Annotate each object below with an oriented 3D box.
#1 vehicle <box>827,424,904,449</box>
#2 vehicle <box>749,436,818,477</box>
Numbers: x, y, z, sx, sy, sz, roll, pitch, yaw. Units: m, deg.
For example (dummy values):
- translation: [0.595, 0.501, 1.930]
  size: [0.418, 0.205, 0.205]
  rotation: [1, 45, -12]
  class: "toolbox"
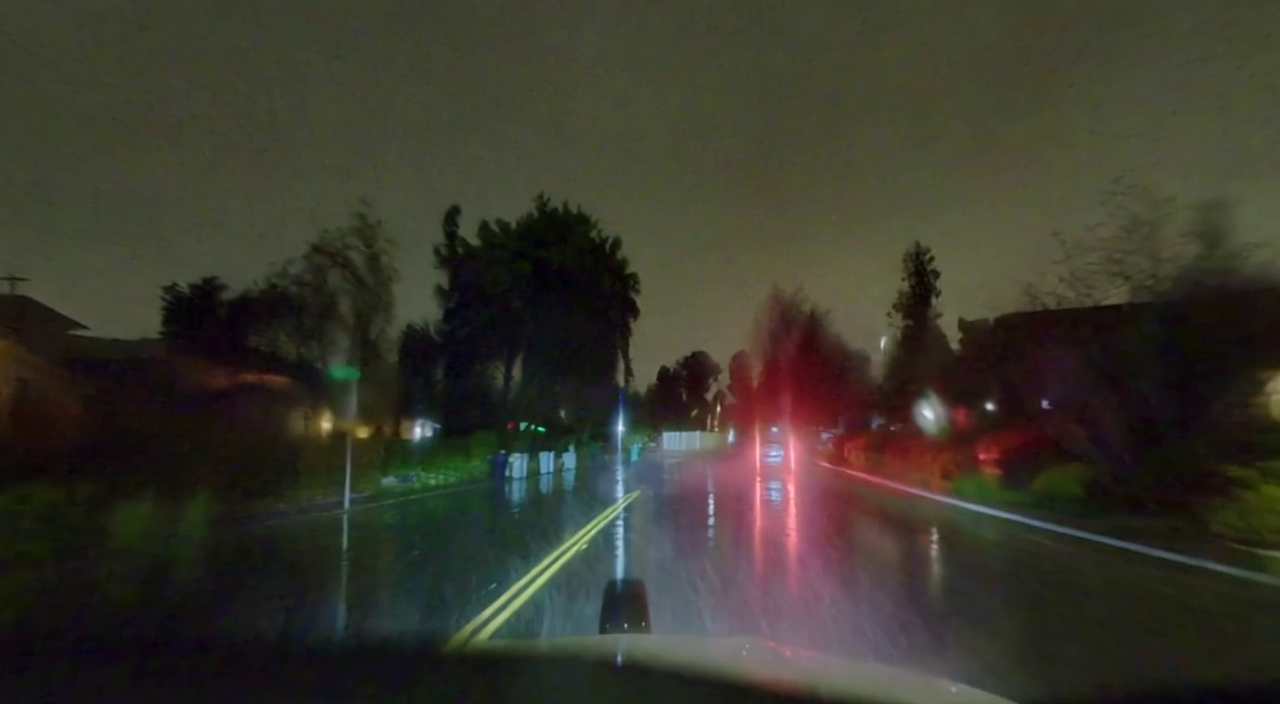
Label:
- translation: [15.067, 5.690, 42.311]
  size: [4.403, 1.662, 1.882]
  rotation: [0, -8, -3]
  class: "vehicle"
- translation: [5.621, 4.138, 25.198]
  size: [2.129, 1.490, 4.369]
  rotation: [-1, -8, 6]
  class: "vehicle"
